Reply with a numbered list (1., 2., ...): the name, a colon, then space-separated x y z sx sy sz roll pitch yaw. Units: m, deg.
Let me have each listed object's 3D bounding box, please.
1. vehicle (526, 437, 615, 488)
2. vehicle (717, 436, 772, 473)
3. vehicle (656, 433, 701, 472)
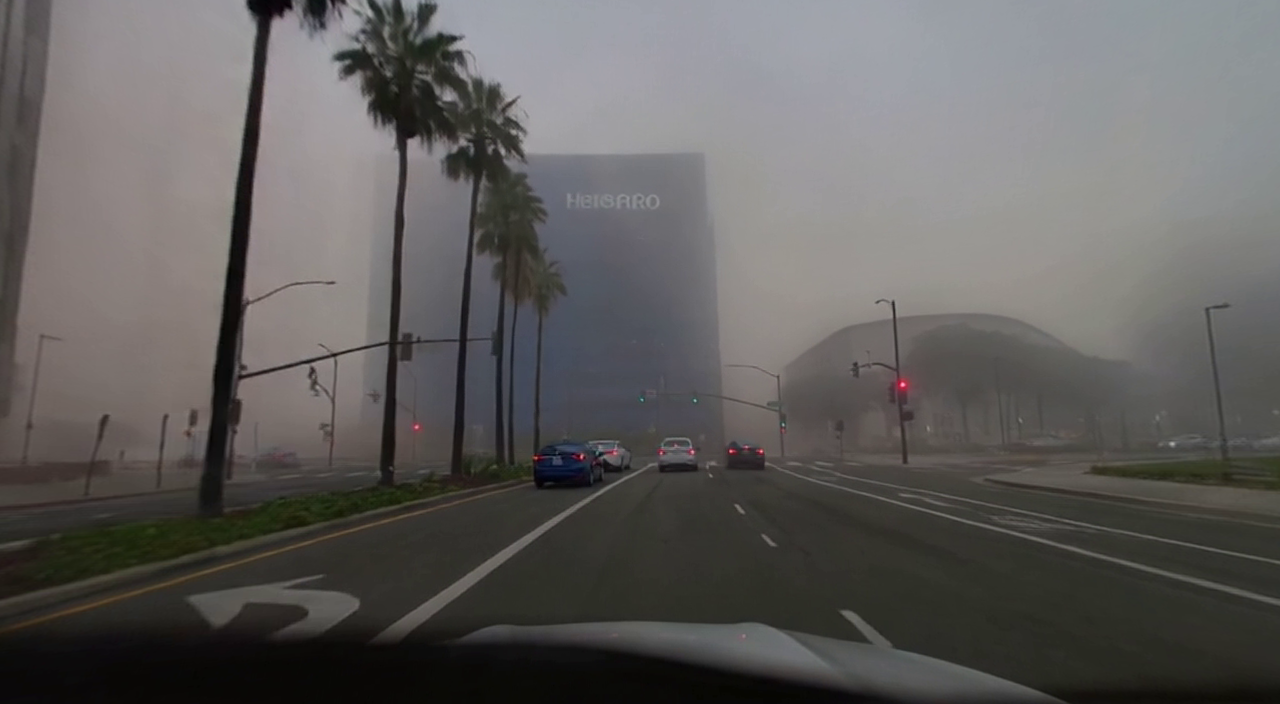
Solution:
1. vehicle: -2.129 3.575 20.781 1.962 1.480 4.605 -1 -9 6
2. vehicle: 4.734 4.708 29.200 1.936 1.567 3.896 0 -9 1
3. vehicle: 1.901 4.906 30.981 2.060 1.730 4.257 -1 -8 4
